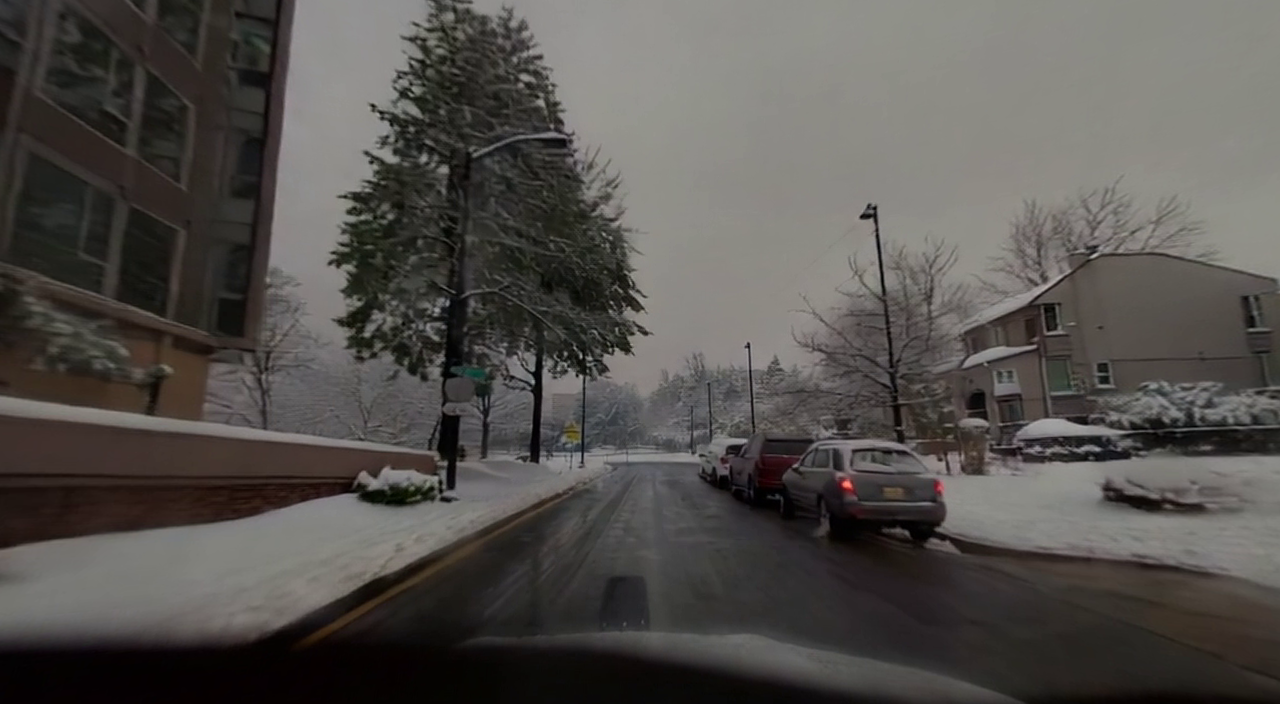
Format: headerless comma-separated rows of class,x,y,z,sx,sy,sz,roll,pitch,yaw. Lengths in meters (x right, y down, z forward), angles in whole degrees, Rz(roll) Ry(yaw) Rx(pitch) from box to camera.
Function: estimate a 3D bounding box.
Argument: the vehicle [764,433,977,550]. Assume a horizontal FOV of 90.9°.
vehicle,3.326,2.084,10.161,1.848,1.442,4.425,0,-9,1
